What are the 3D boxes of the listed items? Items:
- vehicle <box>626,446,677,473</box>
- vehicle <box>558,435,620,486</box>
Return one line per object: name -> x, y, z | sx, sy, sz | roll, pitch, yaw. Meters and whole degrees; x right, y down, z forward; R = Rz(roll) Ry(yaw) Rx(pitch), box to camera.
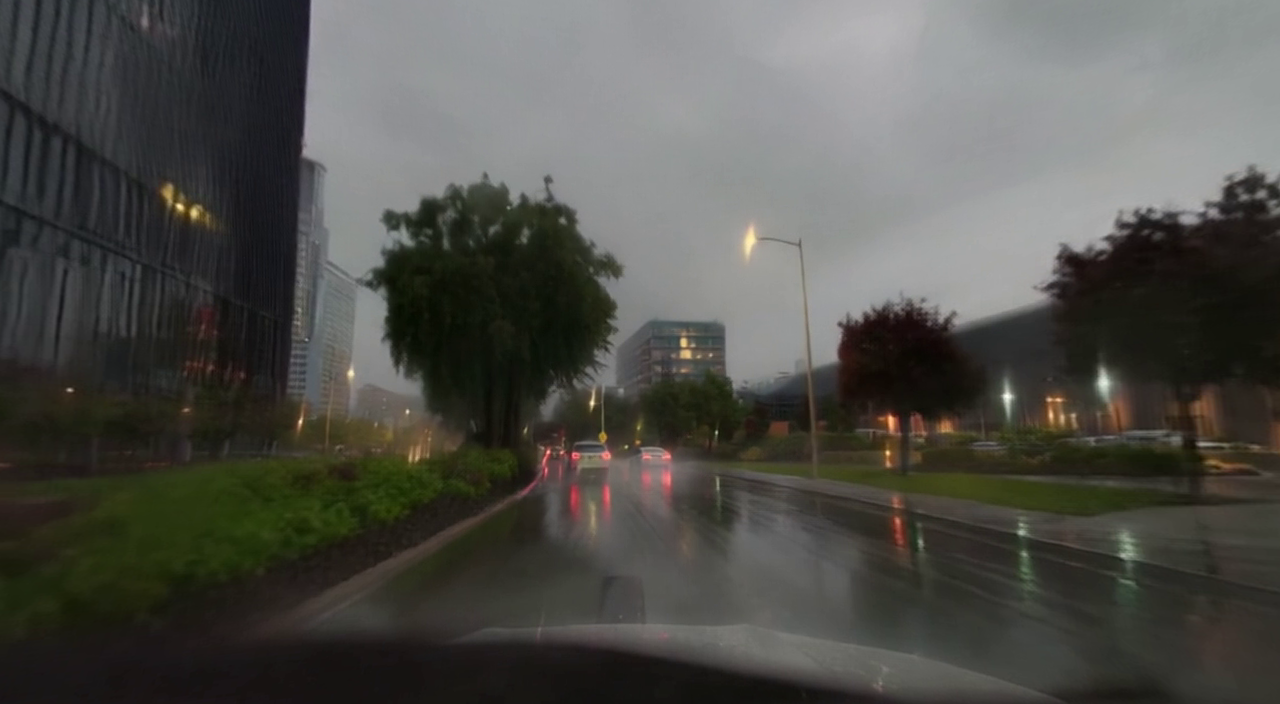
vehicle -> 0.607, 6.255, 36.865 | 2.116, 1.506, 4.355 | 2, -9, -11
vehicle -> -1.995, 4.167, 24.482 | 2.173, 1.761, 4.374 | 1, -9, -5
